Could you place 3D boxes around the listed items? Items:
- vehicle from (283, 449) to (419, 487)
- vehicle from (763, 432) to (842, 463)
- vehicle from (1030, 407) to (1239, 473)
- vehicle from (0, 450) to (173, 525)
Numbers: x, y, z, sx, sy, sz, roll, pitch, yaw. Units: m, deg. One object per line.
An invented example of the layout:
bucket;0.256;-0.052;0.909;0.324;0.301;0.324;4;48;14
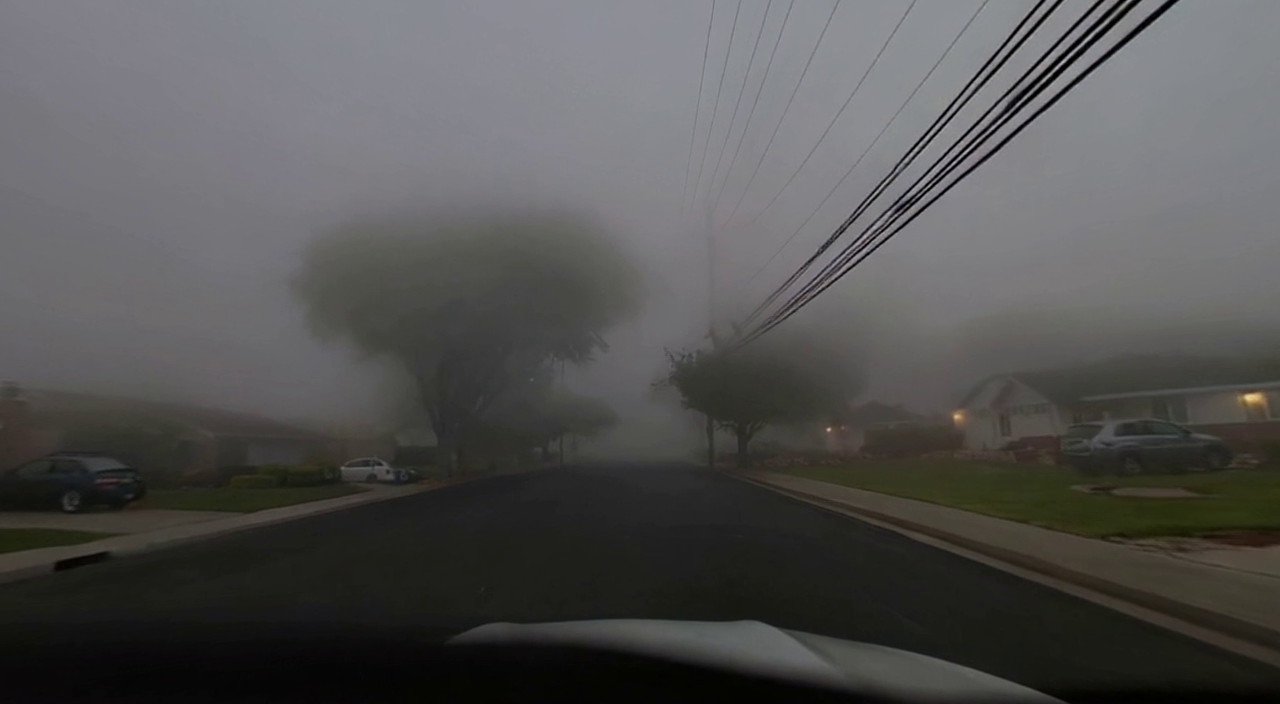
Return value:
vehicle;-12.505;5.022;27.538;4.893;1.567;2.105;-1;-9;5
vehicle;10.666;6.304;41.698;4.686;1.786;2.019;-3;-8;6
vehicle;14.562;2.636;18.881;4.373;1.759;2.093;0;-9;4
vehicle;-14.964;3.346;16.218;1.978;1.586;5.192;0;-8;0
